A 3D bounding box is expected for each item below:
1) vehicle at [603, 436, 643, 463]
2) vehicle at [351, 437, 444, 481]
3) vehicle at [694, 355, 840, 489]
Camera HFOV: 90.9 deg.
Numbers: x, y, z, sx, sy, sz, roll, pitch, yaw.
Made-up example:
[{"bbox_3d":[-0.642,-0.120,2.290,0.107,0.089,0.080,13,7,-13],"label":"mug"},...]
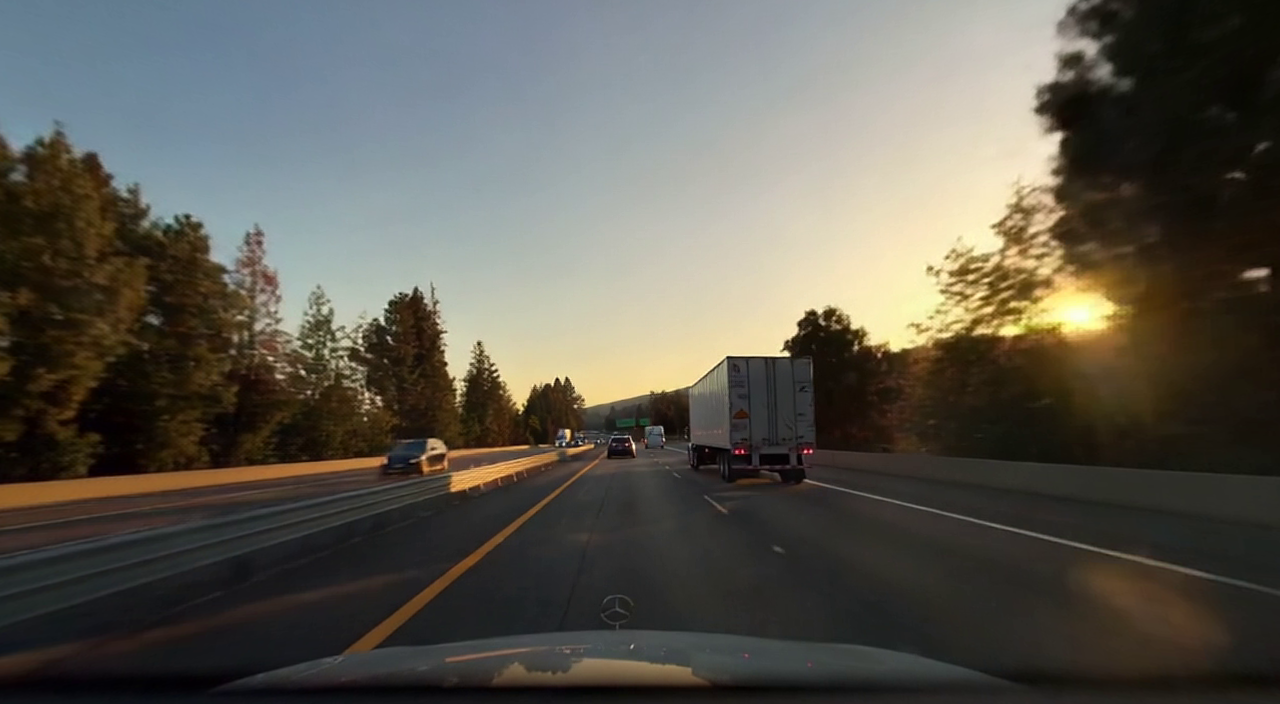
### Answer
[{"bbox_3d":[-1.003,5.734,37.259,2.259,1.466,3.693,0,-8,-1],"label":"vehicle"},{"bbox_3d":[-9.728,4.277,25.742,1.990,1.588,4.607,0,-8,-1],"label":"vehicle"},{"bbox_3d":[3.695,2.371,20.814,2.921,3.526,8.207,0,-8,-1],"label":"vehicle"}]
